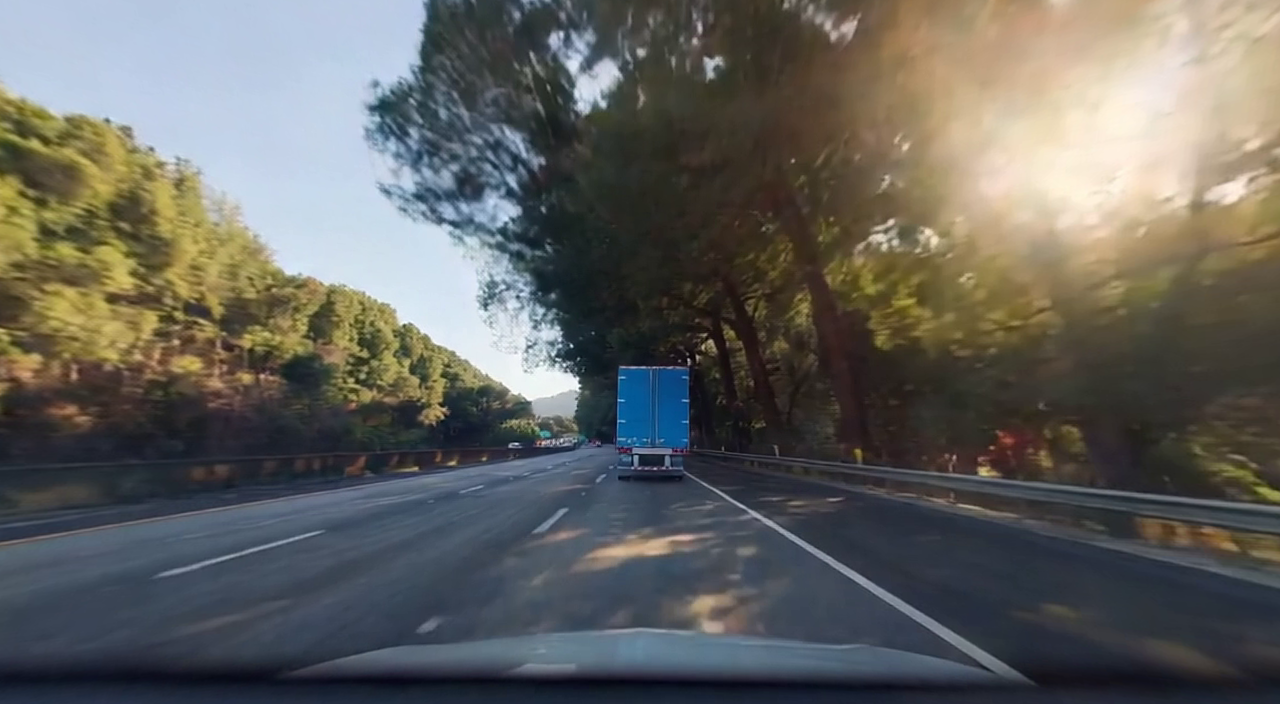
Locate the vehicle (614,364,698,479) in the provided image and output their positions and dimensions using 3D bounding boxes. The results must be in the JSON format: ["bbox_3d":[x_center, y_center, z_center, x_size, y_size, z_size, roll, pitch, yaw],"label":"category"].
[{"bbox_3d":[0.492,3.169,27.003,2.898,3.973,10.063,0,-9,-1],"label":"vehicle"}]
